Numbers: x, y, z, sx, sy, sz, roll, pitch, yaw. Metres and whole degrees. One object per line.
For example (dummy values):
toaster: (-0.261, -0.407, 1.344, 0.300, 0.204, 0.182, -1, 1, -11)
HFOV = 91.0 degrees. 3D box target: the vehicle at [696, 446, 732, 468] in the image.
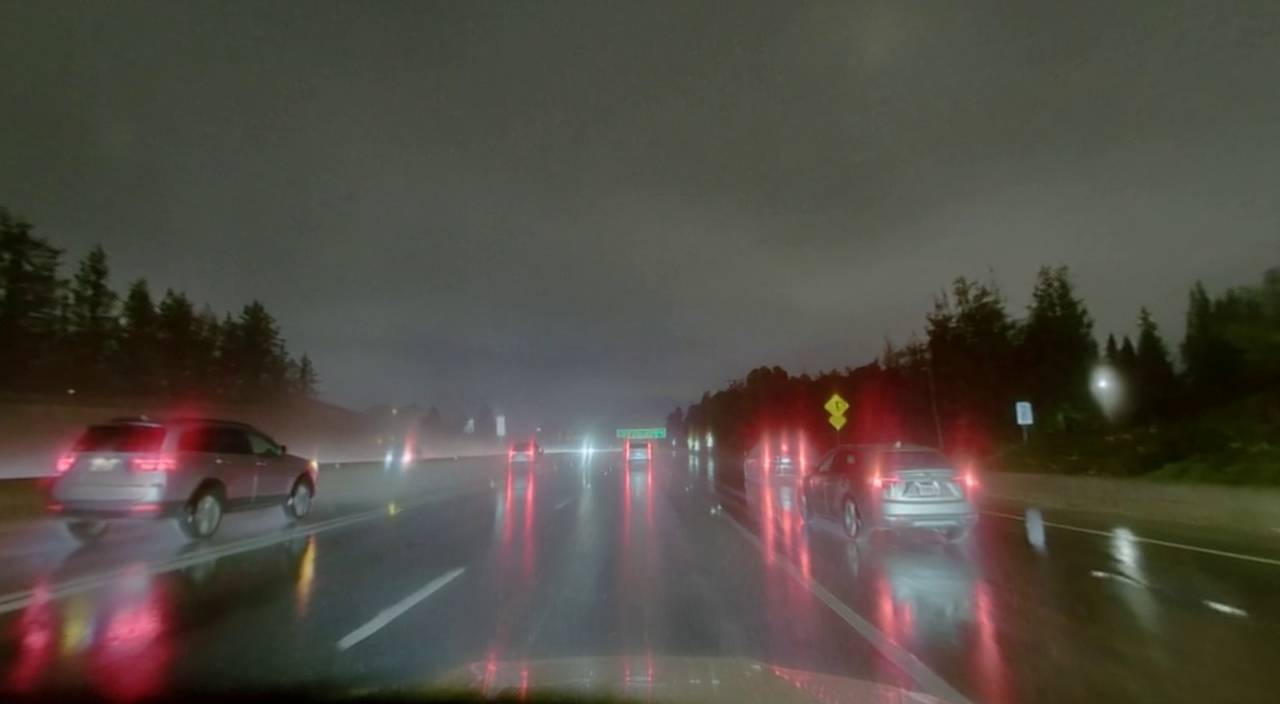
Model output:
vehicle: (5.130, 7.298, 44.031, 1.944, 1.465, 4.245, 0, -9, 0)

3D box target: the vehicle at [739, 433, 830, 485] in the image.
vehicle: (5.195, 3.930, 23.333, 2.335, 1.759, 4.297, 0, -9, 0)

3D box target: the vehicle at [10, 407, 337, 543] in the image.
vehicle: (-7.498, 2.035, 10.951, 2.142, 1.849, 4.566, 0, -9, 0)

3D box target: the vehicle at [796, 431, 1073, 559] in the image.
vehicle: (4.081, 2.061, 9.820, 2.141, 1.507, 4.510, 0, -9, 0)

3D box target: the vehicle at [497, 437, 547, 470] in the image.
vehicle: (-6.899, 6.029, 37.373, 2.111, 1.811, 4.391, 0, -9, 0)

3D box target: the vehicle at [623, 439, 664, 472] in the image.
vehicle: (0.181, 5.751, 35.233, 2.158, 1.706, 4.219, 0, -9, 0)

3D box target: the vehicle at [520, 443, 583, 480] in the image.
vehicle: (-3.800, 4.803, 27.829, 2.071, 1.478, 4.130, 0, -9, 1)
